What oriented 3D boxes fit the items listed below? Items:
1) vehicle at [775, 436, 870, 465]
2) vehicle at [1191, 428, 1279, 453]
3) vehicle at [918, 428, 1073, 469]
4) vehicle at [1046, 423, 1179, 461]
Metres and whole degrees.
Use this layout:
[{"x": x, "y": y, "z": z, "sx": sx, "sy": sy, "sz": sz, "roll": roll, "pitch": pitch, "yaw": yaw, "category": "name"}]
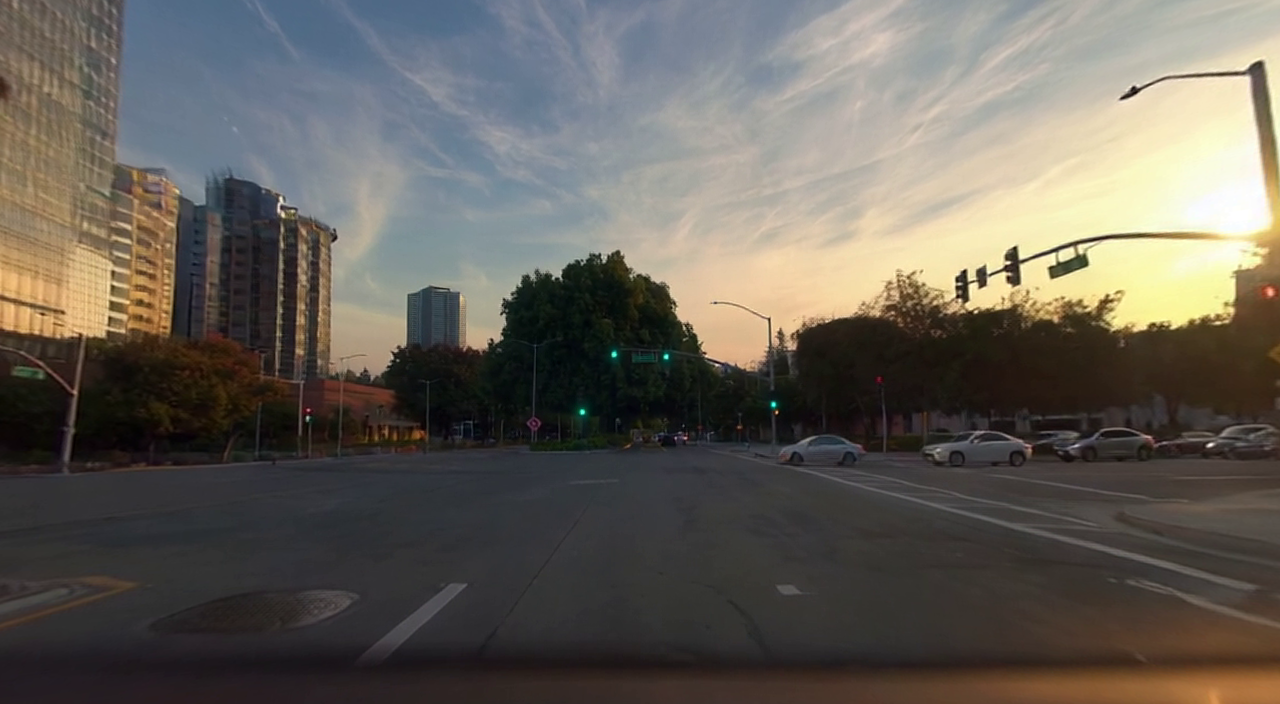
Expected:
[{"x": 8.574, "y": 4.673, "z": 29.977, "sx": 4.046, "sy": 1.306, "sz": 1.719, "roll": -1, "pitch": -9, "yaw": 5, "category": "vehicle"}, {"x": 42.250, "y": 6.254, "z": 44.521, "sx": 2.037, "sy": 1.614, "sz": 5.175, "roll": 0, "pitch": -9, "yaw": 0, "category": "vehicle"}, {"x": 13.706, "y": 3.743, "z": 24.559, "sx": 4.916, "sy": 1.504, "sz": 1.846, "roll": 0, "pitch": -9, "yaw": -1, "category": "vehicle"}, {"x": 22.355, "y": 4.281, "z": 30.040, "sx": 4.571, "sy": 1.698, "sz": 1.977, "roll": -1, "pitch": -9, "yaw": 3, "category": "vehicle"}]
